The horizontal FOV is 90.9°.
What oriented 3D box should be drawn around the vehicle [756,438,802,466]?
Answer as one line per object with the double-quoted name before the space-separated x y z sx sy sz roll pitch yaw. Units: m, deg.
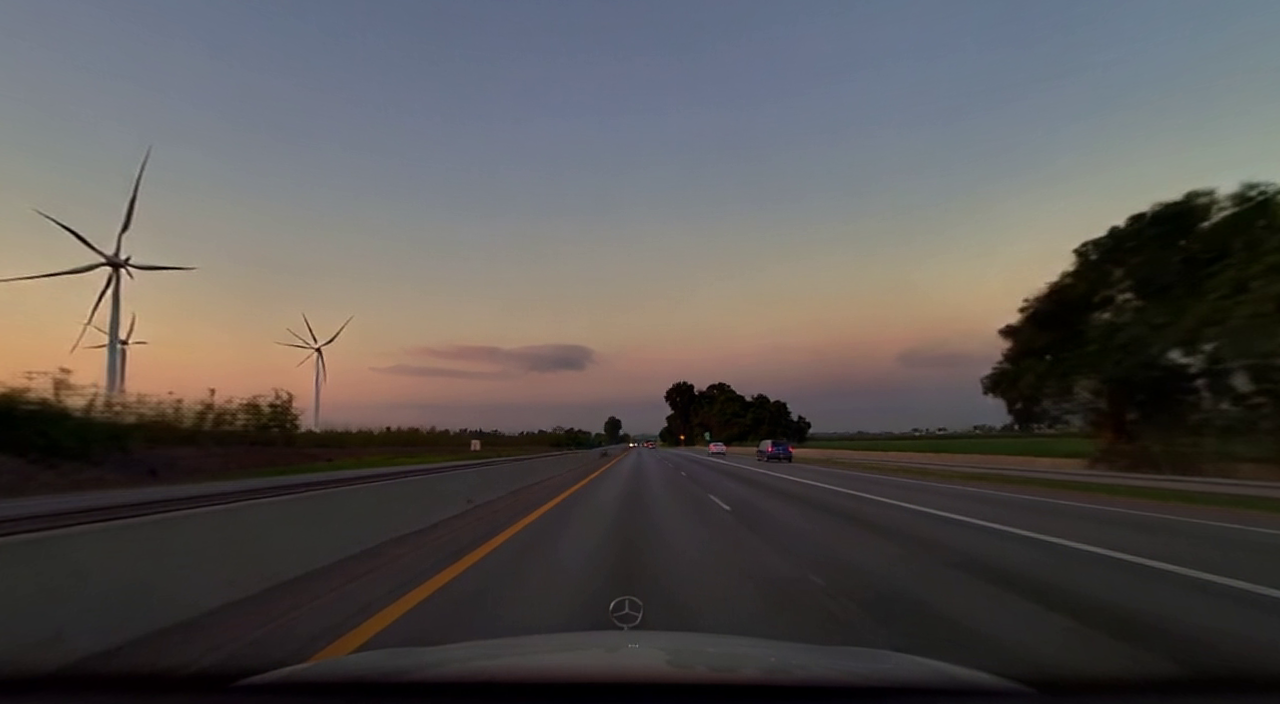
"vehicle" 9.013 6.531 41.106 1.897 1.669 4.825 0 -9 0
